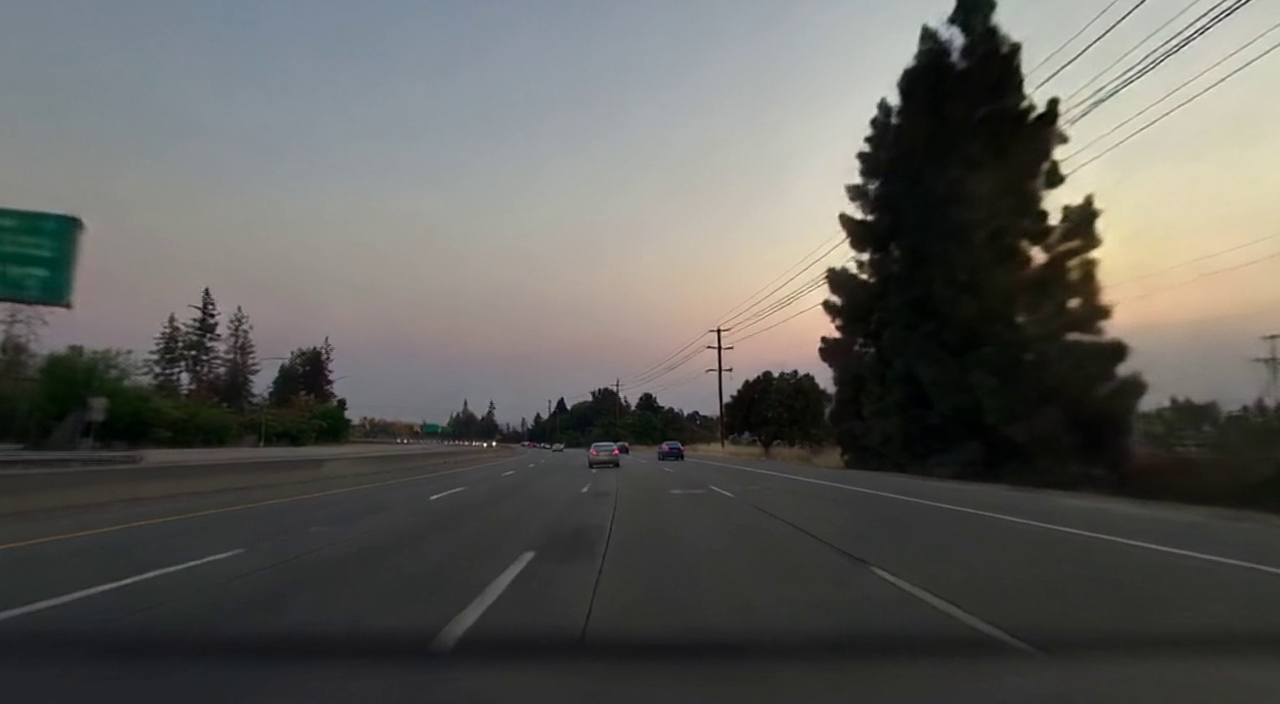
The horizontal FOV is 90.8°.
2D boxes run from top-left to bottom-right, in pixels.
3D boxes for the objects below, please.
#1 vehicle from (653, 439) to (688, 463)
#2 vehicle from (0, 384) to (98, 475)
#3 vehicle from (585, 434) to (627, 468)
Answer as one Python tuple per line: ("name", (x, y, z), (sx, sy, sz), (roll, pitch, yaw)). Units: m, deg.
("vehicle", (1.931, 6.498, 41.500), (1.789, 1.503, 3.897), (1, -8, -5))
("vehicle", (-26.210, 3.342, 26.945), (2.513, 3.577, 4.197), (1, -9, -8))
("vehicle", (-1.852, 5.382, 34.397), (2.188, 1.714, 3.921), (0, -8, -3))
